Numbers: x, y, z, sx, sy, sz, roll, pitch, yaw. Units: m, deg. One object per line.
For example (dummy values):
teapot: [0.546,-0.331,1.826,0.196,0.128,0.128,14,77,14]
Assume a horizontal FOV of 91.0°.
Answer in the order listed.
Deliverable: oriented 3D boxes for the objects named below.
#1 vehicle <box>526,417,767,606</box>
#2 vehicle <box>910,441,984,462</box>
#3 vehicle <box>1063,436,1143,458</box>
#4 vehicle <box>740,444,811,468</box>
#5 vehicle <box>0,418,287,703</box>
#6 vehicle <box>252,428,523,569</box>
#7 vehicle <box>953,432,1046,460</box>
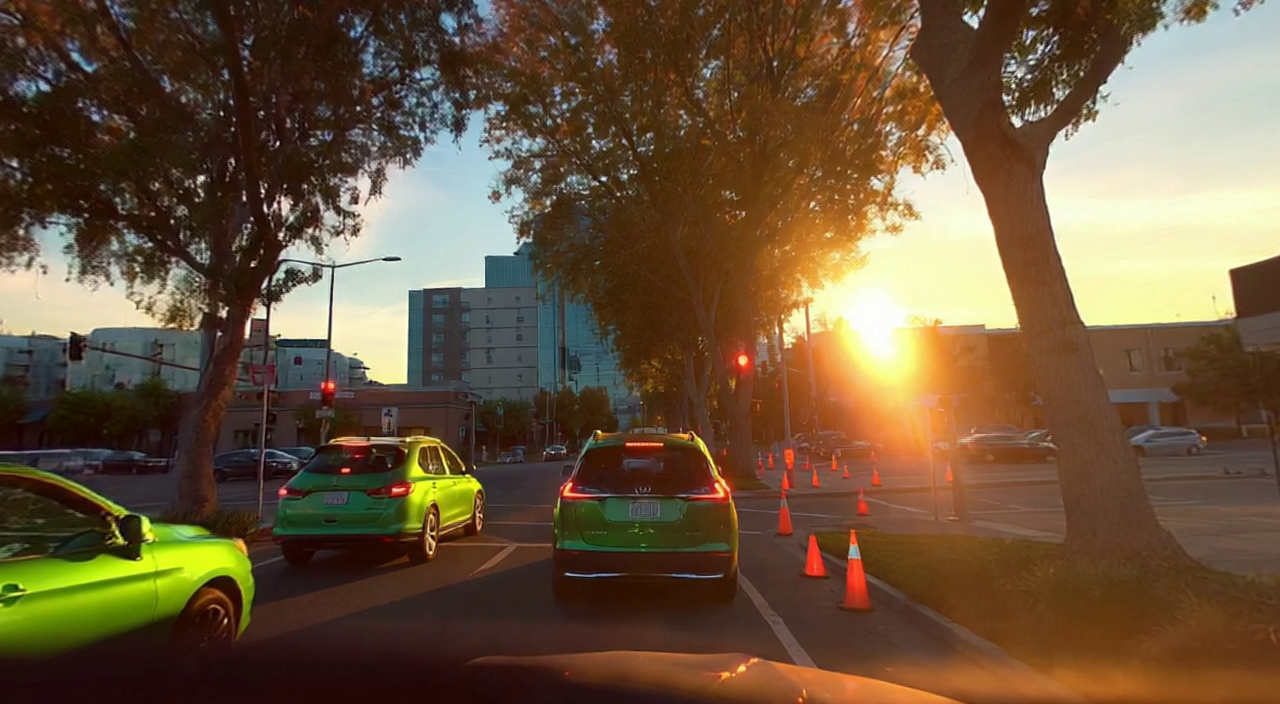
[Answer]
vehicle: [0.101,1.624,7.210,2.021,1.560,3.676,0,-9,1]
vehicle: [23.014,7.456,47.263,4.581,1.480,1.752,0,-9,0]
vehicle: [36.696,7.547,49.946,4.791,1.635,1.857,0,-9,1]
vehicle: [9.004,6.856,41.756,4.463,1.482,1.808,-2,-9,15]
vehicle: [-3.605,0.954,2.154,1.964,1.497,4.722,0,-9,1]
vehicle: [-3.284,2.003,9.460,1.989,1.541,4.626,0,-9,2]
vehicle: [23.122,6.076,40.638,4.805,1.688,1.923,0,-9,2]
